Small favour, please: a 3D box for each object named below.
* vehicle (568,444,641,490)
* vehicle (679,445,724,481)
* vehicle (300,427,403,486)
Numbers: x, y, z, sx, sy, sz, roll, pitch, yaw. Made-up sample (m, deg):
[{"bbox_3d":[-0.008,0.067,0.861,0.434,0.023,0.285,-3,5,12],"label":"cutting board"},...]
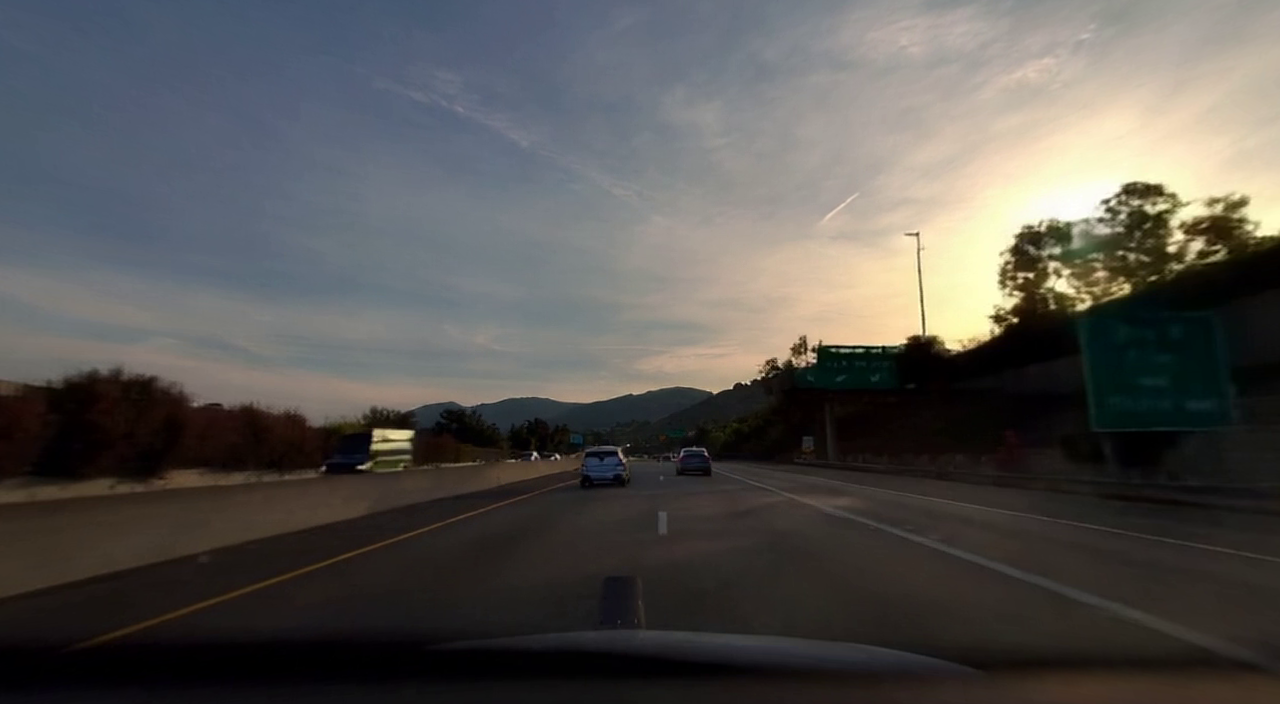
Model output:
[{"bbox_3d":[-1.252,4.362,24.148,2.084,1.594,4.219,-1,-9,7],"label":"vehicle"},{"bbox_3d":[2.920,5.216,29.742,1.969,1.595,3.964,-1,-9,5],"label":"vehicle"},{"bbox_3d":[-14.442,5.275,31.938,2.421,2.691,6.009,0,-9,-1],"label":"vehicle"}]
